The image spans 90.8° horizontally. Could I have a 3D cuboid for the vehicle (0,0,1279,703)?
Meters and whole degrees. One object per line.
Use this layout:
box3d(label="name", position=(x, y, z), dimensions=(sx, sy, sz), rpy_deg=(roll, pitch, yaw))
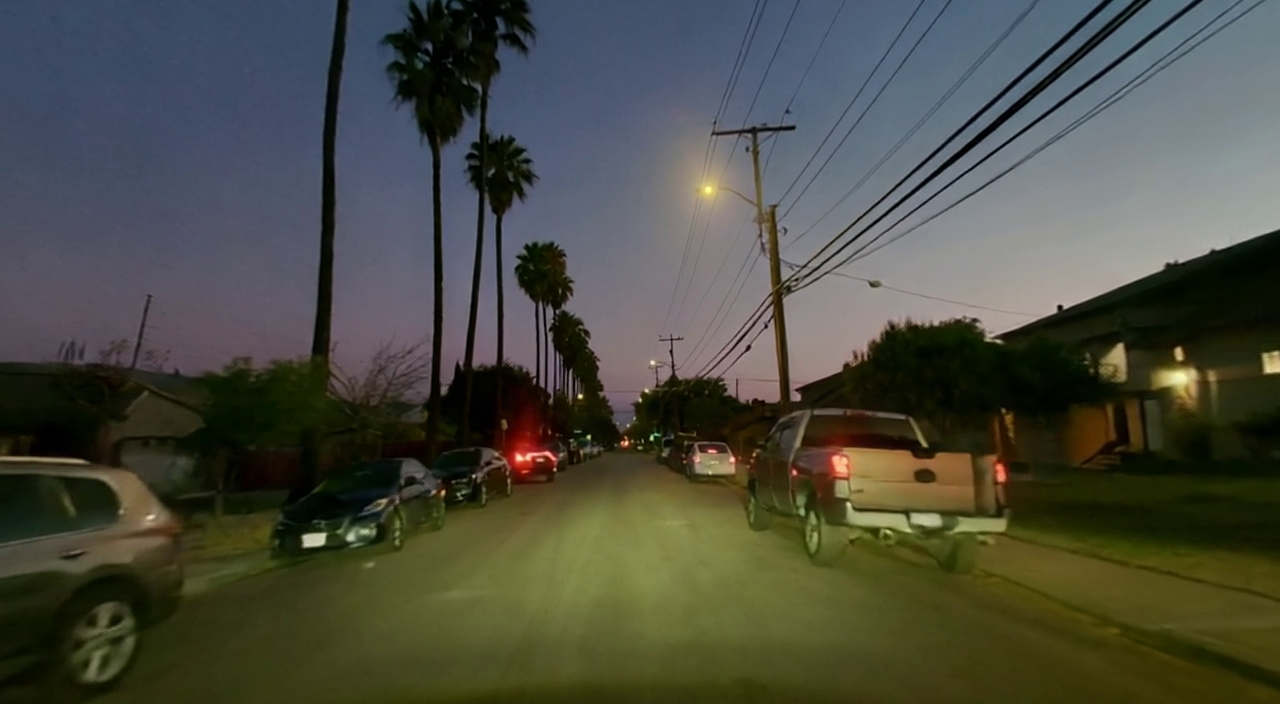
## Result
box3d(label="vehicle", position=(-0.162, 0.529, 0.295), dimensions=(2.966, 2.216, 4.279), rpy_deg=(0, -8, -1))
